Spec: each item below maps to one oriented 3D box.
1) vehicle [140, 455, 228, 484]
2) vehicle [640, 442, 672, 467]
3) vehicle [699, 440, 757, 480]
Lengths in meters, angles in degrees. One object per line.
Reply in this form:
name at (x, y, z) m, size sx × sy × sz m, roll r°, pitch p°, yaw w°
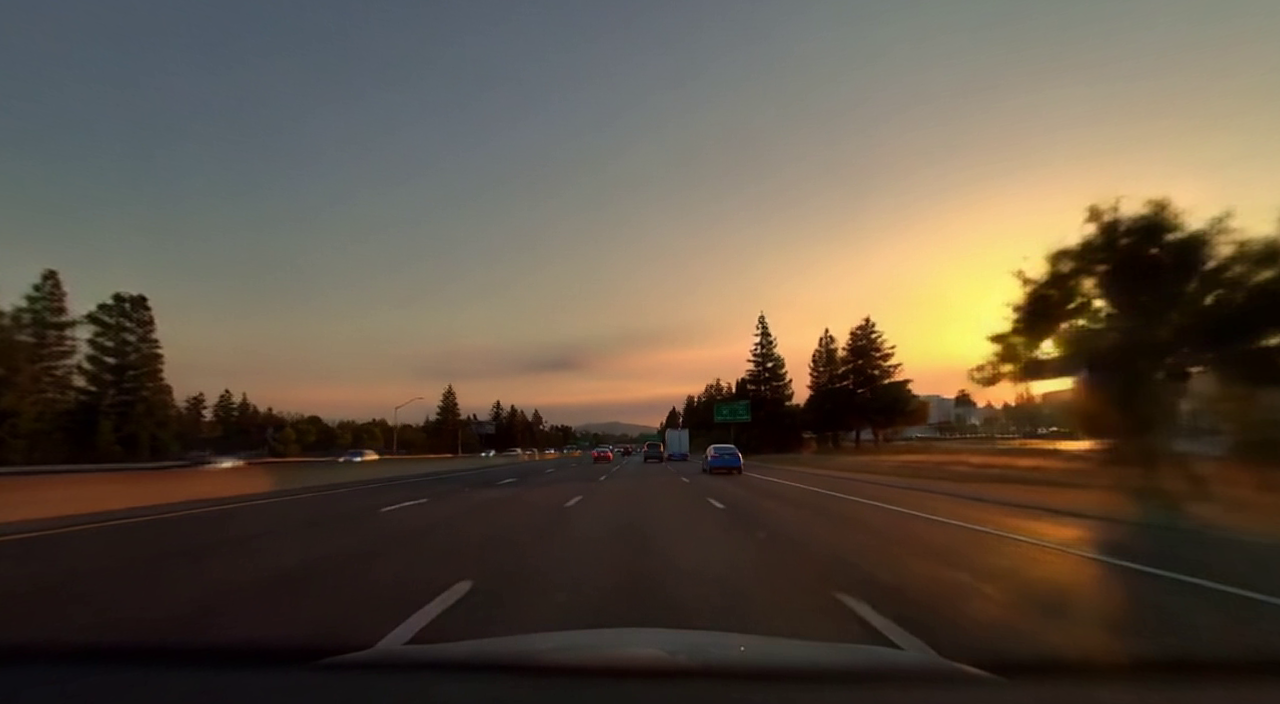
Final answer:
vehicle at (-28.515, 7.319, 39.597) m, size 1.920 × 1.635 × 4.677 m, roll 0°, pitch -9°, yaw 1°
vehicle at (1.148, 7.594, 46.729) m, size 2.205 × 1.785 × 4.423 m, roll 0°, pitch -9°, yaw 0°
vehicle at (4.014, 5.022, 29.465) m, size 2.082 × 1.720 × 4.393 m, roll 0°, pitch -9°, yaw 0°
